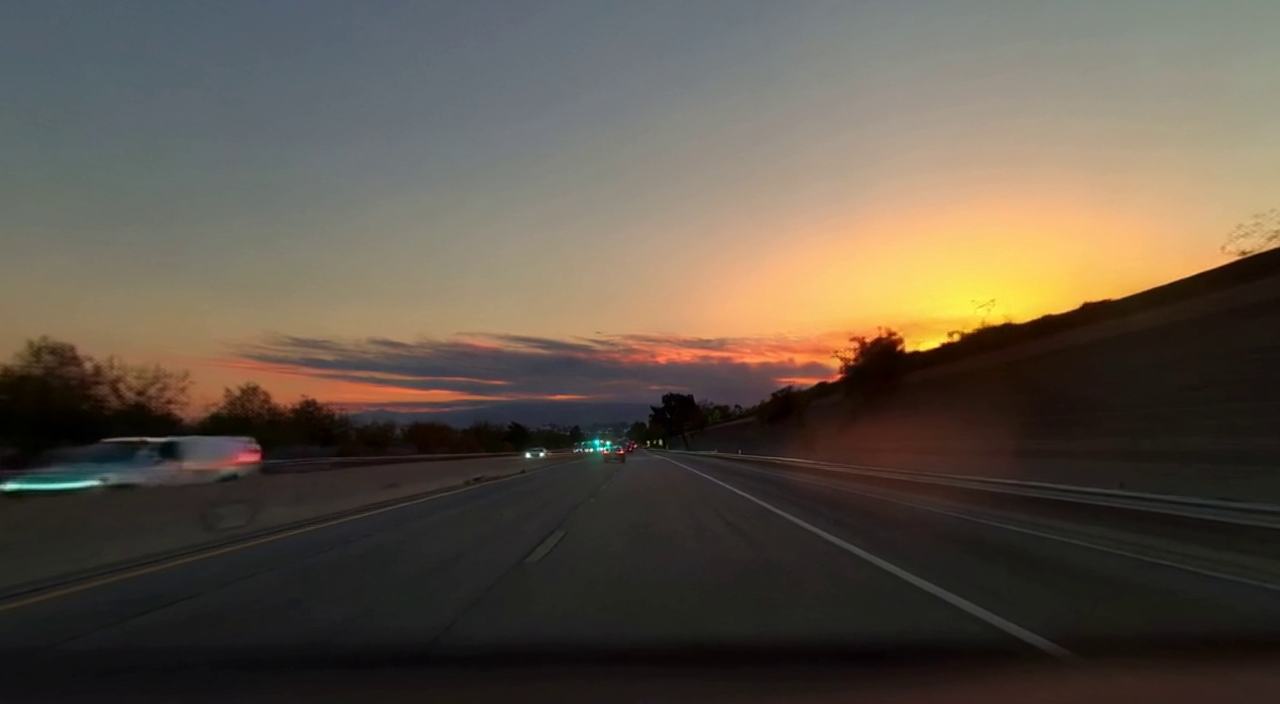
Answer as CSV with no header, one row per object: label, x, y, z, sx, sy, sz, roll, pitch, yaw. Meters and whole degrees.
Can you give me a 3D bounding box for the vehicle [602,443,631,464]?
vehicle,-1.744,7.655,47.674,2.050,1.530,4.144,0,-8,0
